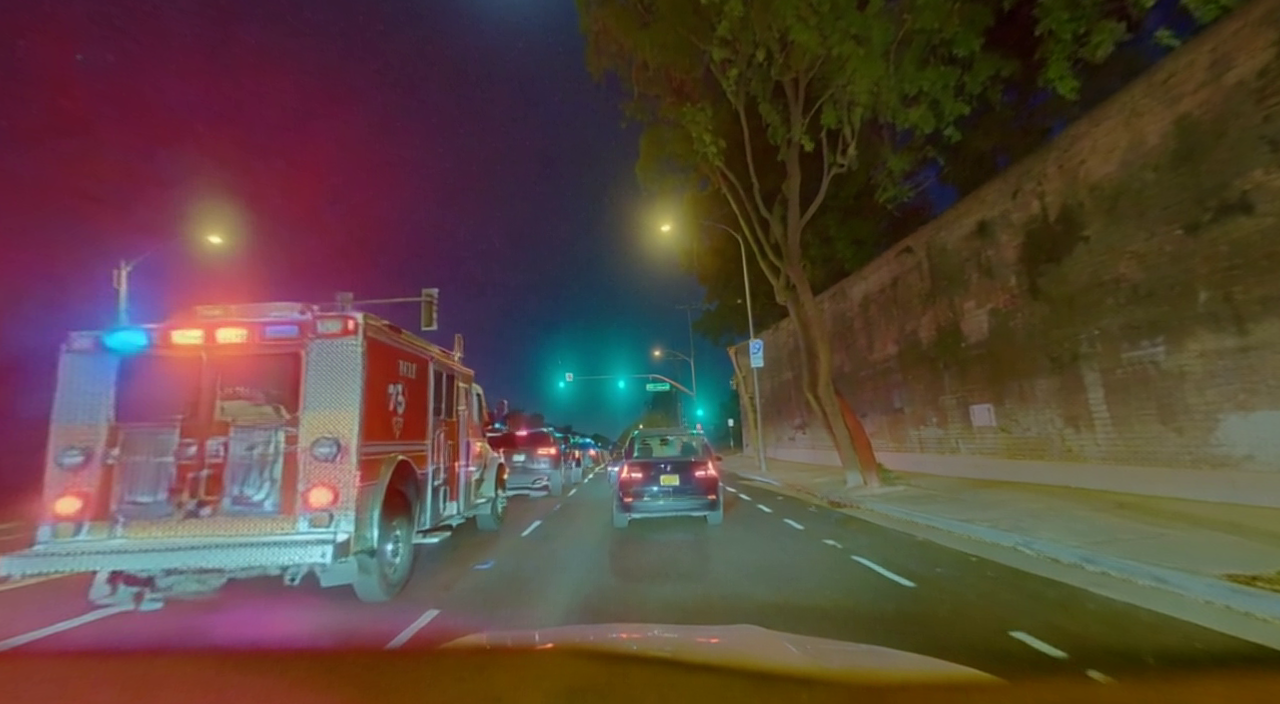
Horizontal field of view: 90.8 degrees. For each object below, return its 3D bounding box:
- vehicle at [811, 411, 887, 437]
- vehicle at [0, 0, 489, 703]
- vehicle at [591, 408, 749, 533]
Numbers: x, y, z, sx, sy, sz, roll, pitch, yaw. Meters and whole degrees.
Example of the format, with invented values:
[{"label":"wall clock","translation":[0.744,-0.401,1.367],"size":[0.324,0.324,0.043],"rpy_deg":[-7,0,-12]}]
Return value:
[{"label":"vehicle","translation":[14.474,5.022,43.915],"size":[4.528,1.704,2.073],"rpy_deg":[2,-9,-12]},{"label":"vehicle","translation":[-3.676,-0.131,1.802],"size":[3.631,3.655,12.773],"rpy_deg":[0,-8,-1]},{"label":"vehicle","translation":[0.278,2.109,11.859],"size":[2.332,1.831,4.930],"rpy_deg":[0,-8,-4]}]
